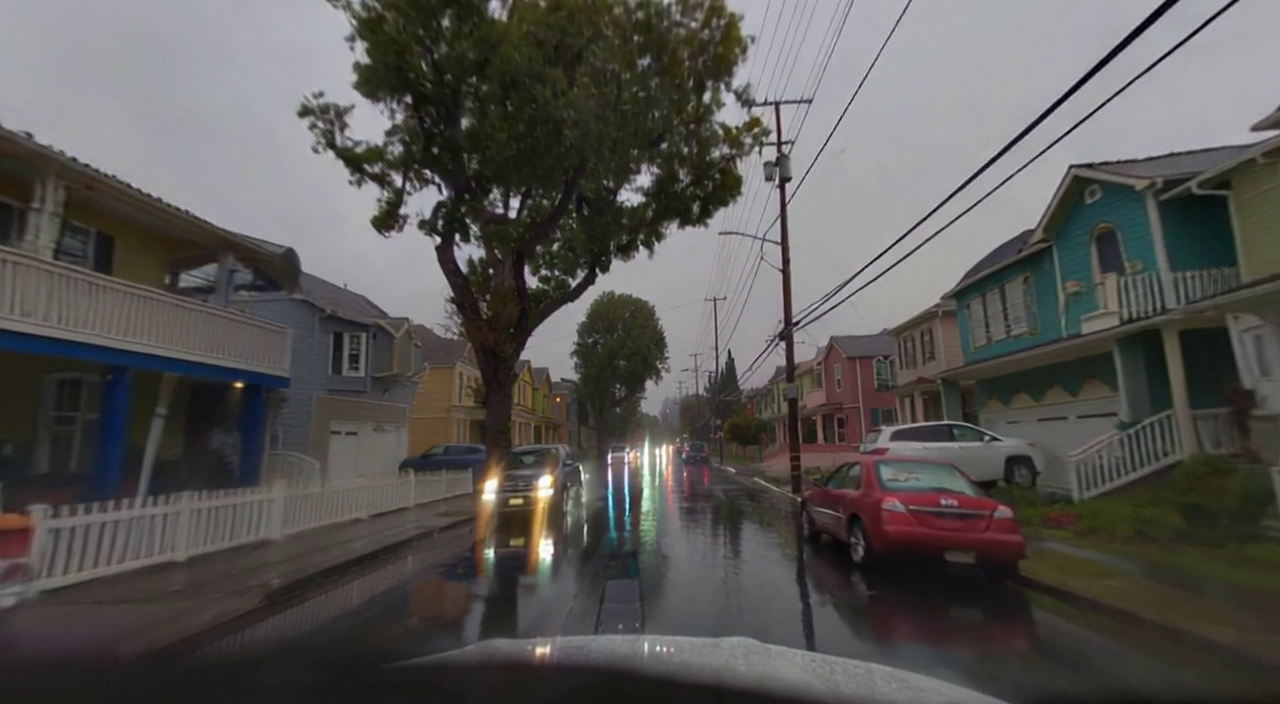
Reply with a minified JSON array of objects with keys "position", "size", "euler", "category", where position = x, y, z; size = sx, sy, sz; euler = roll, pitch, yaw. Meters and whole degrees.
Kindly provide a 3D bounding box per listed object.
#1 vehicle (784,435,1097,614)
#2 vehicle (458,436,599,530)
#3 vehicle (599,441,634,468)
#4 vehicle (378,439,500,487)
[{"position":[3.401,1.957,8.412],"size":[2.043,1.631,4.613],"euler":[1,-7,2],"category":"vehicle"},{"position":[-2.477,3.040,15.444],"size":[2.204,1.655,4.813],"euler":[-8,-8,2],"category":"vehicle"},{"position":[-1.629,7.295,45.304],"size":[2.082,1.759,4.541],"euler":[-2,-8,2],"category":"vehicle"},{"position":[-7.976,4.400,25.327],"size":[4.088,1.779,2.109],"euler":[0,-7,5],"category":"vehicle"}]
